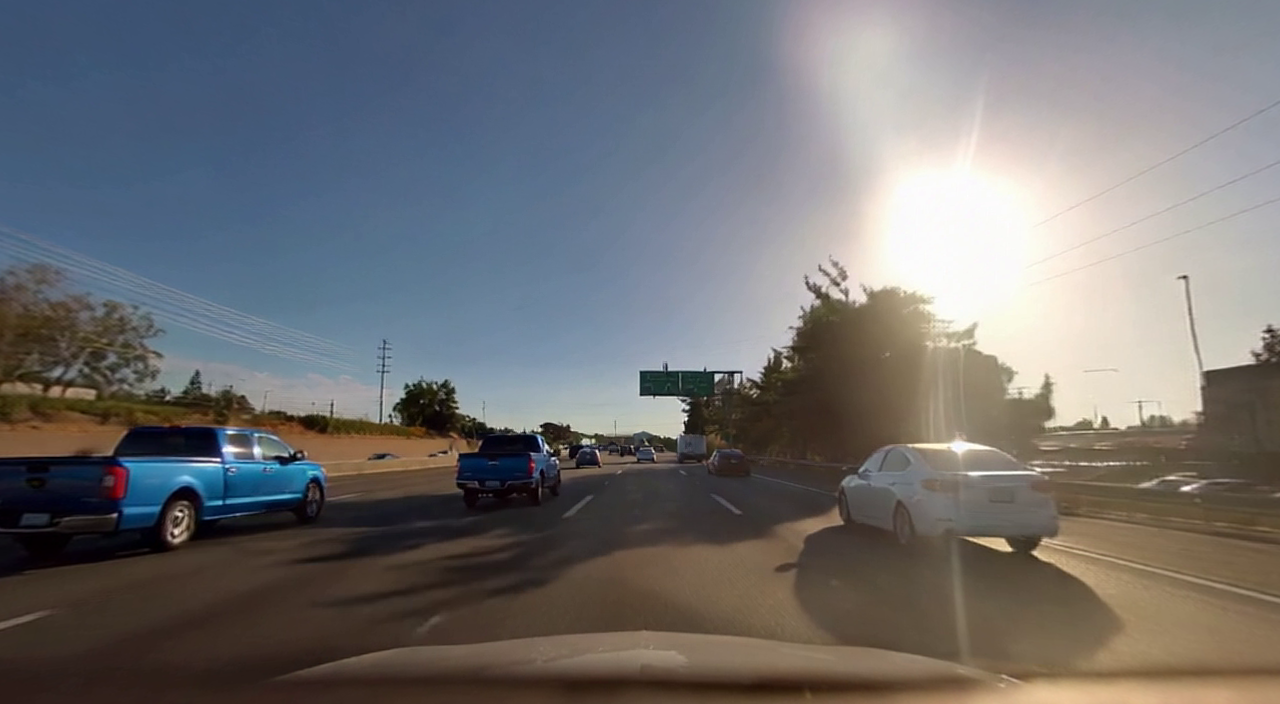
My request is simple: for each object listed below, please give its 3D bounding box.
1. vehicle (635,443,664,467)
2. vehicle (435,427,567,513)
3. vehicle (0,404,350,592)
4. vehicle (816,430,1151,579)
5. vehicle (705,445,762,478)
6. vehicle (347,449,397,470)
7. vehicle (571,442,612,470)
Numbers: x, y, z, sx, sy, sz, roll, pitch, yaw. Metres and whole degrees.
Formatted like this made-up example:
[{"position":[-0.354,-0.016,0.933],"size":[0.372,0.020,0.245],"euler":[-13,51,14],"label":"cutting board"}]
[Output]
[{"position":[0.669,7.503,46.136],"size":[2.080,1.682,4.150],"euler":[0,-8,0],"label":"vehicle"},{"position":[-3.170,2.797,15.484],"size":[2.146,1.775,4.553],"euler":[0,-8,1],"label":"vehicle"},{"position":[-6.489,1.796,8.764],"size":[2.428,1.812,5.131],"euler":[0,-8,1],"label":"vehicle"},{"position":[4.138,1.893,8.723],"size":[2.111,1.498,4.466],"euler":[0,-8,0],"label":"vehicle"},{"position":[4.454,5.278,30.777],"size":[2.072,1.456,4.537],"euler":[0,-8,-1],"label":"vehicle"},{"position":[-20.208,8.114,47.717],"size":[1.824,1.439,4.318],"euler":[0,-8,0],"label":"vehicle"},{"position":[-3.058,6.708,40.941],"size":[2.209,1.714,4.576],"euler":[0,-8,1],"label":"vehicle"}]
